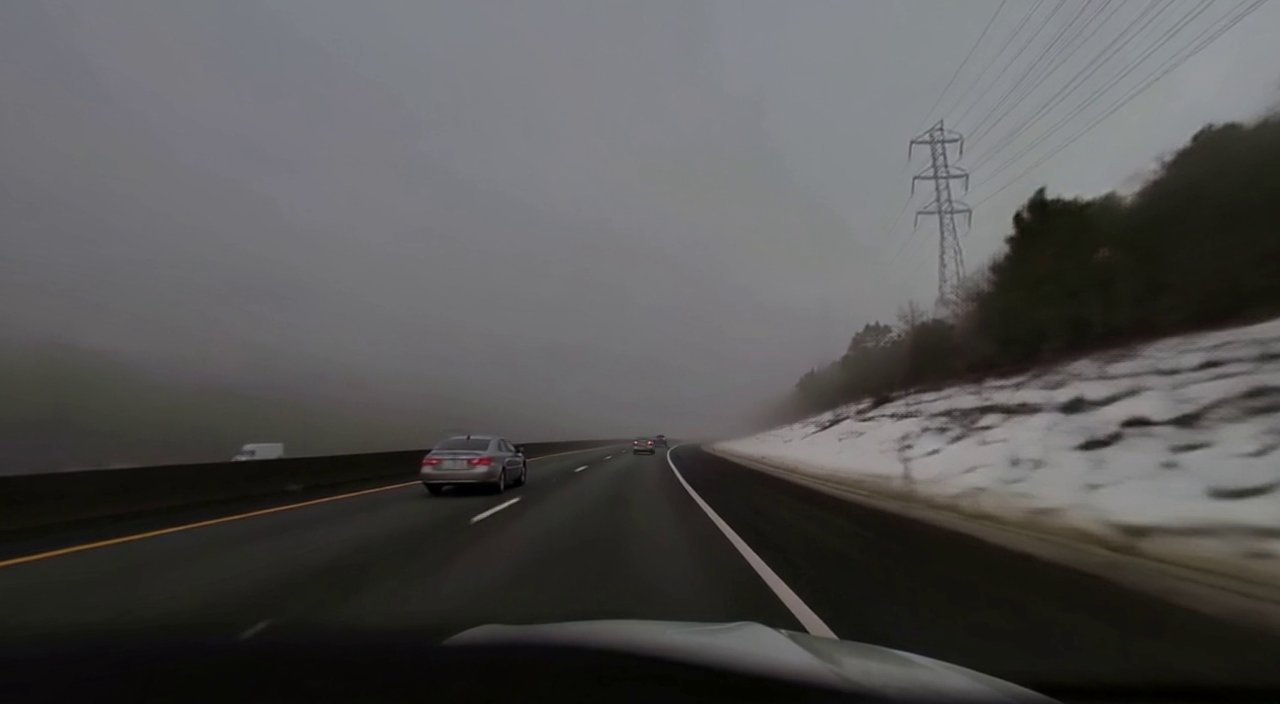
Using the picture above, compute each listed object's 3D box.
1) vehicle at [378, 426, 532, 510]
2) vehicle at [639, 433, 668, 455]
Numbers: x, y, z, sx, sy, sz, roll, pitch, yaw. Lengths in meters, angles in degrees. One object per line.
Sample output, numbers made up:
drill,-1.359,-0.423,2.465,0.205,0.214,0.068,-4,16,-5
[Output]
vehicle,-3.767,2.415,13.707,2.030,1.522,4.250,0,-8,0
vehicle,1.054,6.932,47.486,2.077,1.523,4.206,0,-8,3
